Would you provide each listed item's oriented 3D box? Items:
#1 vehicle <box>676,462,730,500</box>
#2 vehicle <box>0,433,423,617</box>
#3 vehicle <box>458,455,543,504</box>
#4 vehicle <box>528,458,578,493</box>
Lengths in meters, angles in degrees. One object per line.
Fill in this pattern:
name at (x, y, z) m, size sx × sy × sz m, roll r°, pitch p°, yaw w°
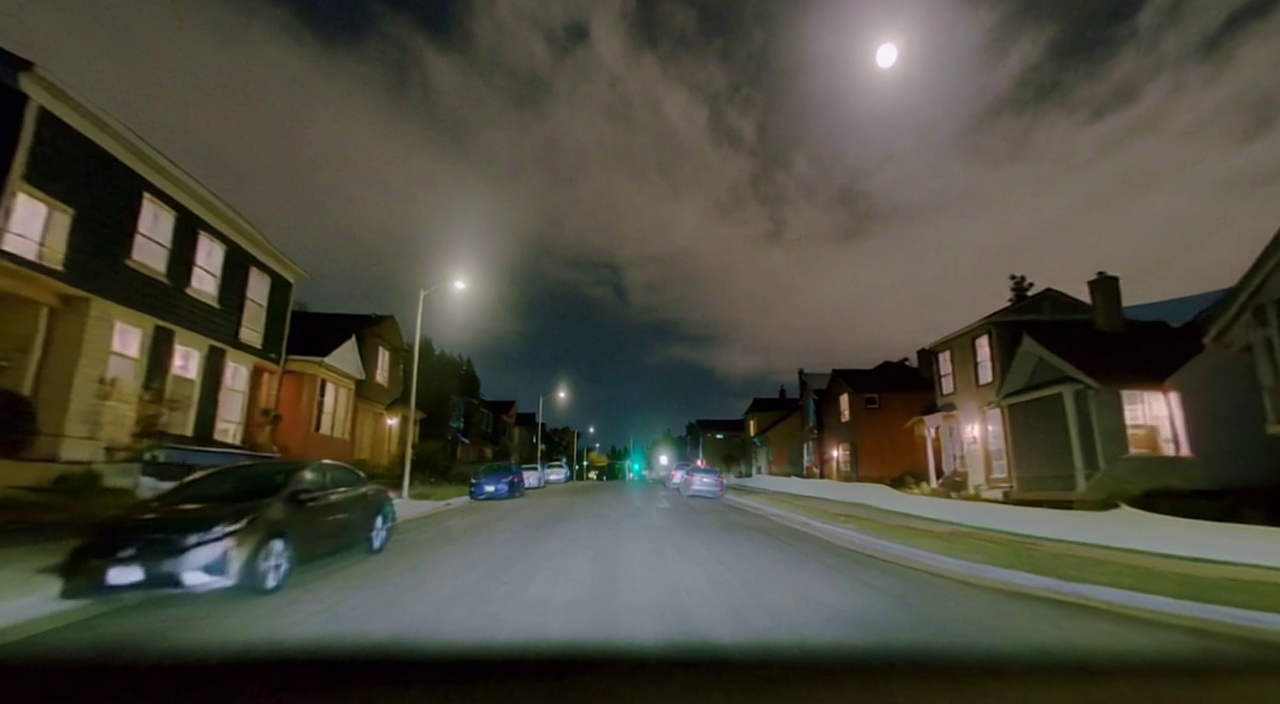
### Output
vehicle at (2.765, 5.808, 28.733) m, size 1.888 × 1.484 × 4.476 m, roll 1°, pitch -9°, yaw -2°
vehicle at (-4.504, 1.867, 7.655) m, size 2.080 × 1.471 × 4.638 m, roll 1°, pitch -10°, yaw 0°
vehicle at (-4.734, 4.397, 22.220) m, size 2.020 × 1.470 × 5.300 m, roll 1°, pitch -9°, yaw -2°
vehicle at (-4.591, 6.573, 33.885) m, size 2.089 × 1.508 × 4.537 m, roll 2°, pitch -8°, yaw -2°
